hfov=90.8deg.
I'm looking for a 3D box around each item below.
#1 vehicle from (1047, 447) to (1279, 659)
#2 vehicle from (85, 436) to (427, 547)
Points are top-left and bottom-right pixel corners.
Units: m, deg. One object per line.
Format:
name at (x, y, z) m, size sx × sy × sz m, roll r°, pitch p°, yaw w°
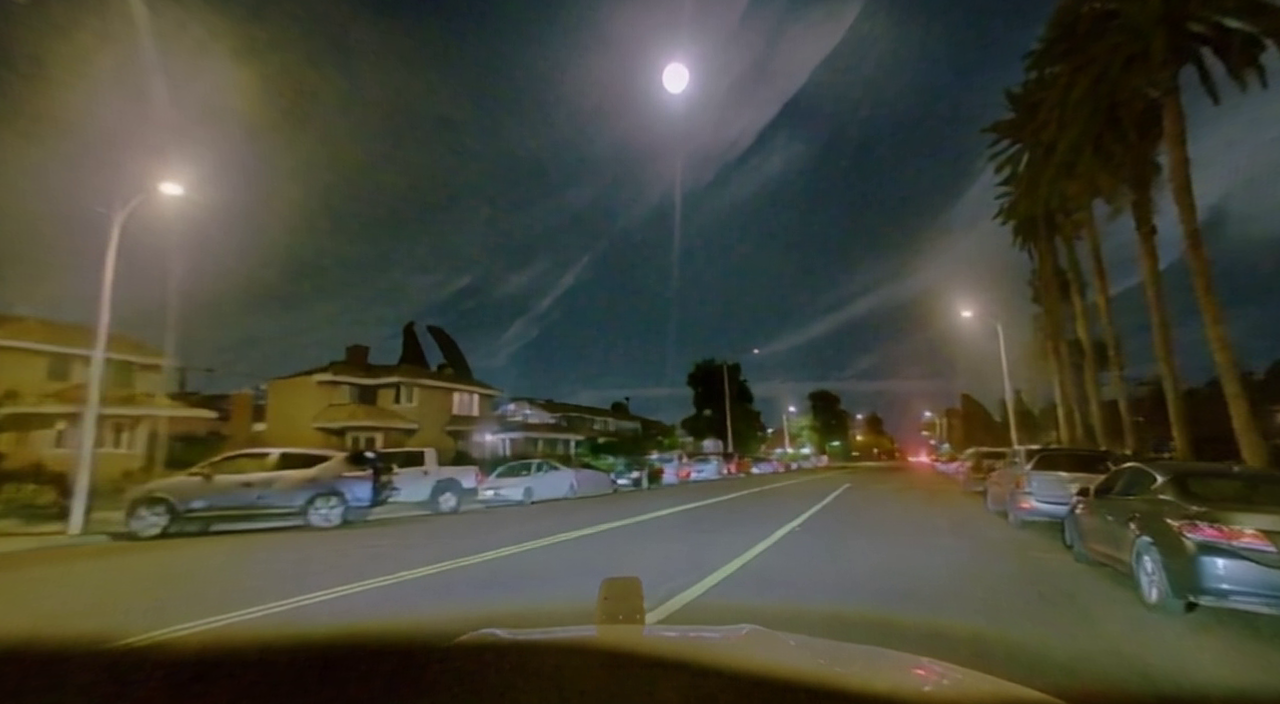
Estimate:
vehicle at (5.774, 1.725, 6.456) m, size 2.001 × 1.461 × 4.492 m, roll -4°, pitch -9°, yaw 24°
vehicle at (-6.637, 2.407, 11.314) m, size 4.866 × 1.752 × 1.998 m, roll -1°, pitch -8°, yaw 5°
